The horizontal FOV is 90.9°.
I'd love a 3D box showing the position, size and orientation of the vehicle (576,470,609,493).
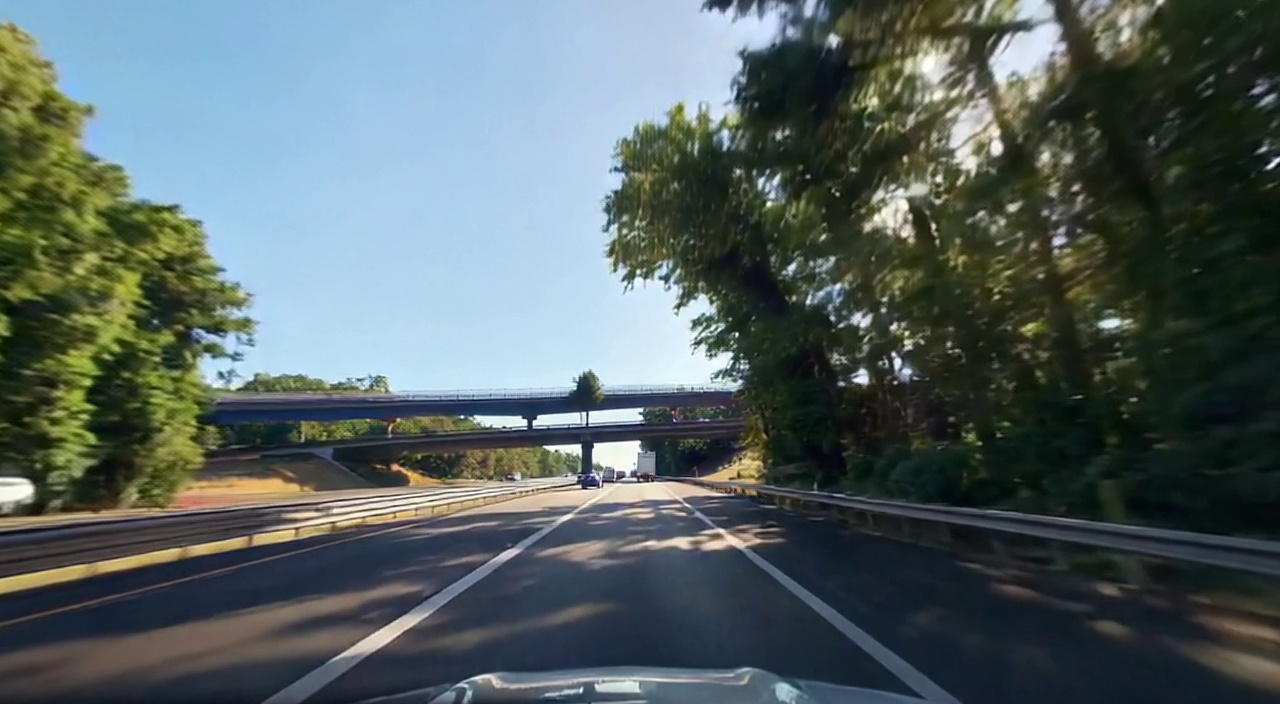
[{"bbox_3d":[-3.385,9.266,45.271,1.976,1.514,3.917,1,-10,1],"label":"vehicle"}]
